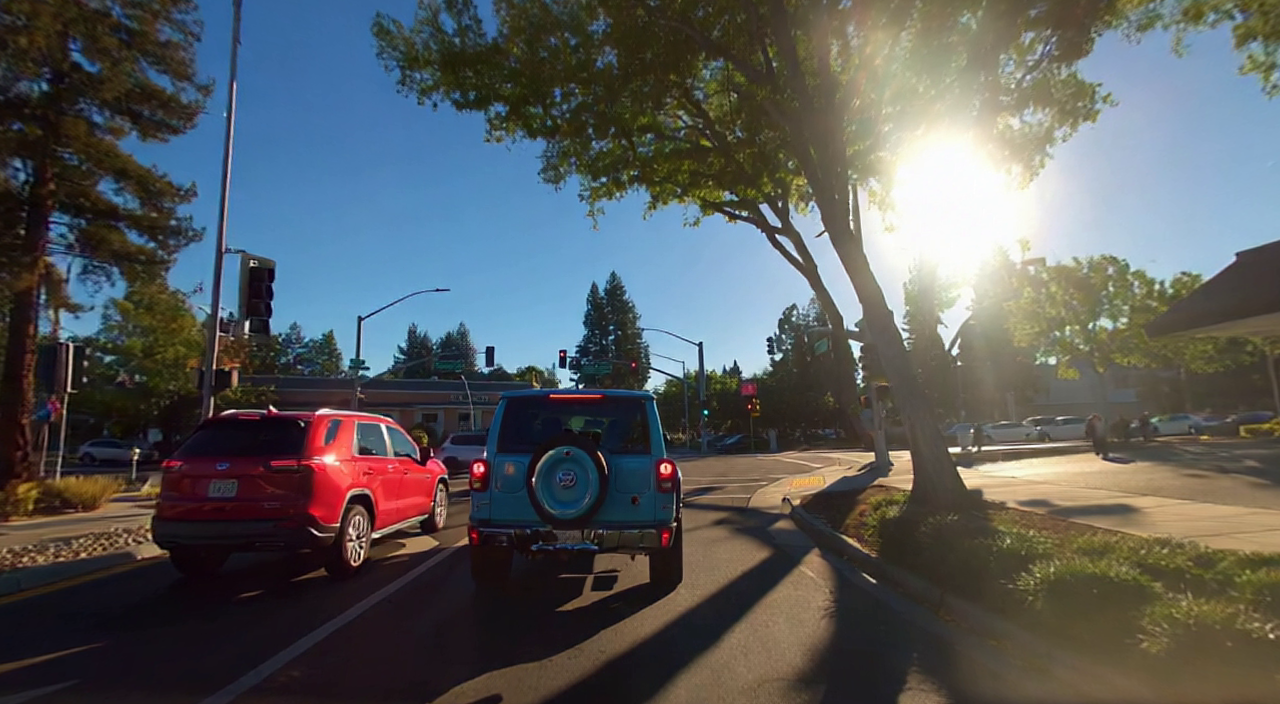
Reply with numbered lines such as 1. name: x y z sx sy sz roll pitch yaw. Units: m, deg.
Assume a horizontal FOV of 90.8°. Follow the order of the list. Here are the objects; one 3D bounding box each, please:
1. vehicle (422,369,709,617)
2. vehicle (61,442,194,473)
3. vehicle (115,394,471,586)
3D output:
1. vehicle: -0.631 1.439 7.341 2.224 1.923 4.643 0 -8 -1
2. vehicle: -25.258 5.190 31.360 4.713 1.445 1.887 4 -9 -24
3. vehicle: -3.915 1.649 8.336 2.130 1.819 4.497 0 -8 0
